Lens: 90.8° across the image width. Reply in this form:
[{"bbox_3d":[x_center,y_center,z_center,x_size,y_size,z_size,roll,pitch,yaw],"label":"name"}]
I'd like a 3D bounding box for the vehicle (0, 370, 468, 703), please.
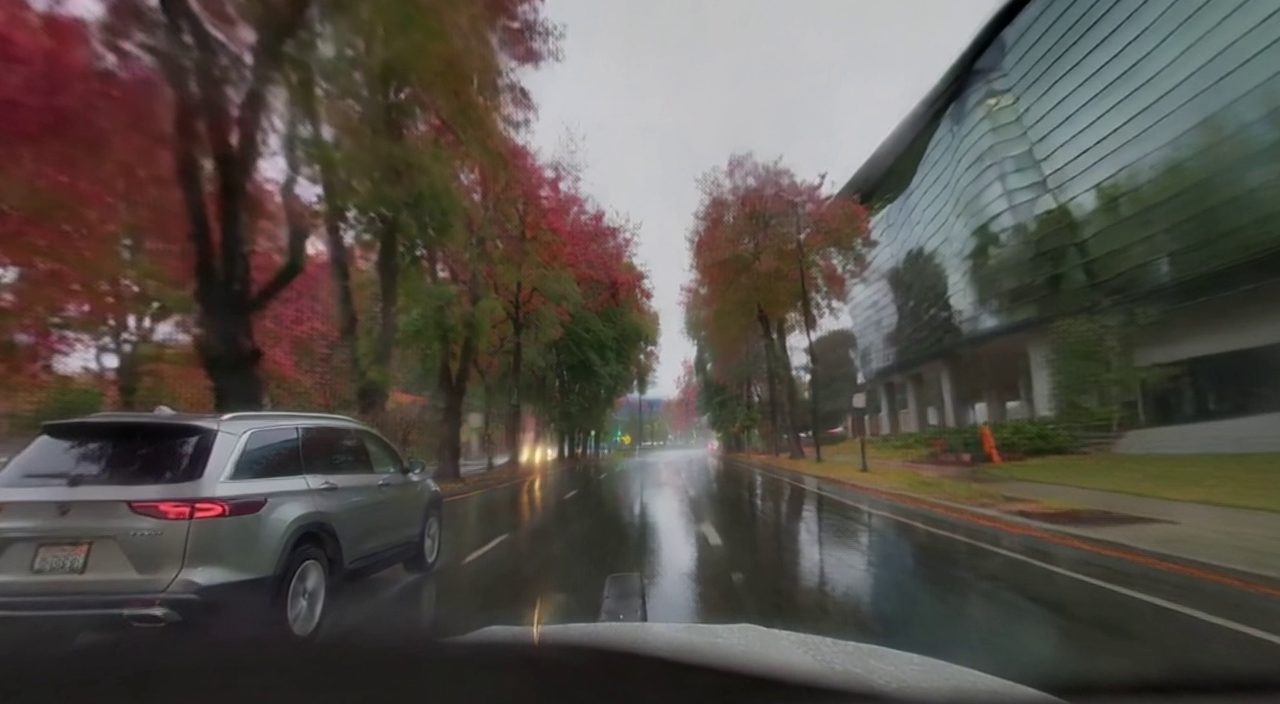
[{"bbox_3d":[-3.120,1.259,5.113,2.067,1.700,4.561,0,-8,1],"label":"vehicle"}]
